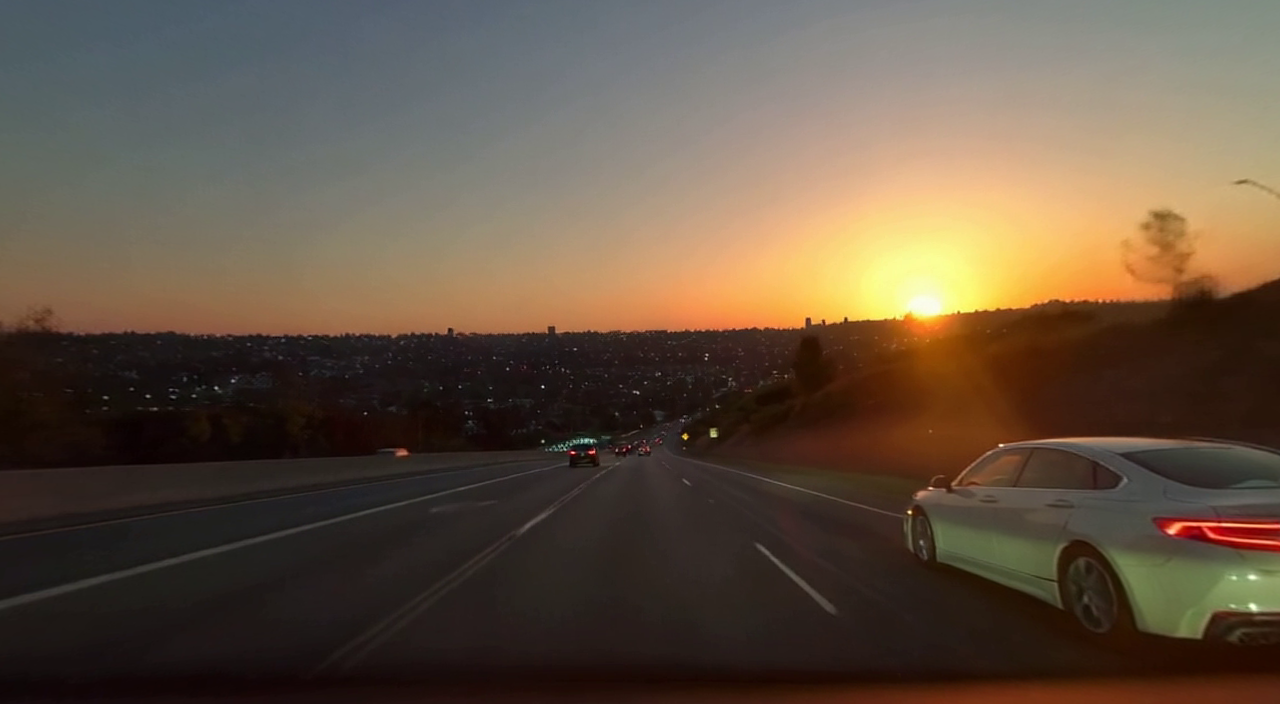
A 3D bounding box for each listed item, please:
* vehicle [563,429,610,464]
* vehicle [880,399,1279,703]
[{"bbox_3d":[-3.502,6.408,42.696,2.496,2.203,6.317,0,-9,1],"label":"vehicle"},{"bbox_3d":[3.853,1.321,4.956,2.047,1.532,4.884,0,-9,1],"label":"vehicle"}]
